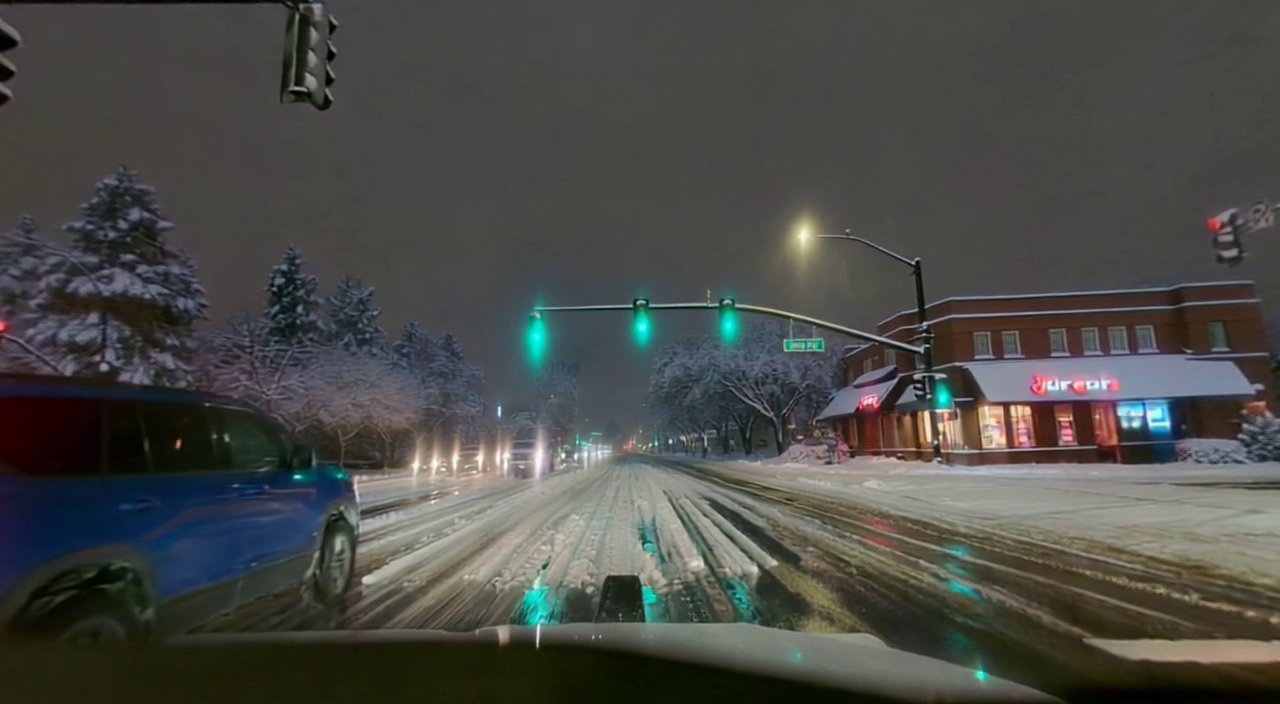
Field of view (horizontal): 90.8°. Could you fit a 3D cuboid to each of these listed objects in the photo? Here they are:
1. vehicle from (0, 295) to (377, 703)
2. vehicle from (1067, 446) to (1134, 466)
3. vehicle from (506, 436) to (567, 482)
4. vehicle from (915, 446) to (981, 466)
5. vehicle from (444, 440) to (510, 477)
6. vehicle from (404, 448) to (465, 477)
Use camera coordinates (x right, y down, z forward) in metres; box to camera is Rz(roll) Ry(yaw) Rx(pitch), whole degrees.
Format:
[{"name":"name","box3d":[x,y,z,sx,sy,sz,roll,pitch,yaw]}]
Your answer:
[{"name":"vehicle","box3d":[-3.722,1.011,4.090,2.313,1.883,5.016,1,-9,-6]},{"name":"vehicle","box3d":[34.561,7.816,47.461,3.740,1.433,1.646,0,-8,-1]},{"name":"vehicle","box3d":[-4.559,4.641,27.783,2.384,1.787,5.038,1,-9,-10]},{"name":"vehicle","box3d":[23.937,8.092,49.195,4.135,1.417,1.851,-2,-9,2]},{"name":"vehicle","box3d":[-8.415,5.532,33.156,2.273,1.791,4.809,0,-8,-1]},{"name":"vehicle","box3d":[-11.318,6.076,35.119,2.003,1.476,4.082,0,-8,1]}]
